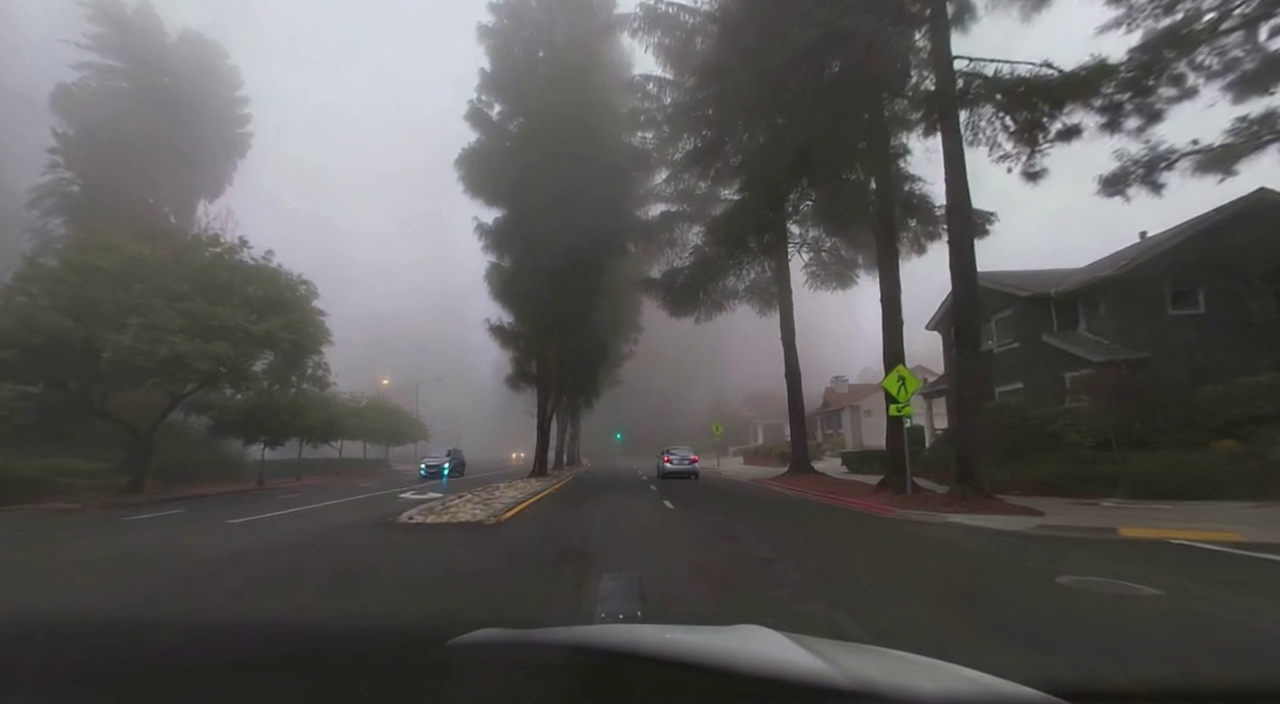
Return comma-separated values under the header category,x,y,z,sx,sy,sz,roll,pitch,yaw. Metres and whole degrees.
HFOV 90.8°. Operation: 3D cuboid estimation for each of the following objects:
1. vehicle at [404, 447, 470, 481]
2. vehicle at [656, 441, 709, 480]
category,x,y,z,sx,sy,sz,roll,pitch,yaw
vehicle,-9.520,5.264,29.975,1.886,1.485,3.913,0,-9,-2
vehicle,1.933,5.137,30.198,1.990,1.707,4.225,0,-9,-3
